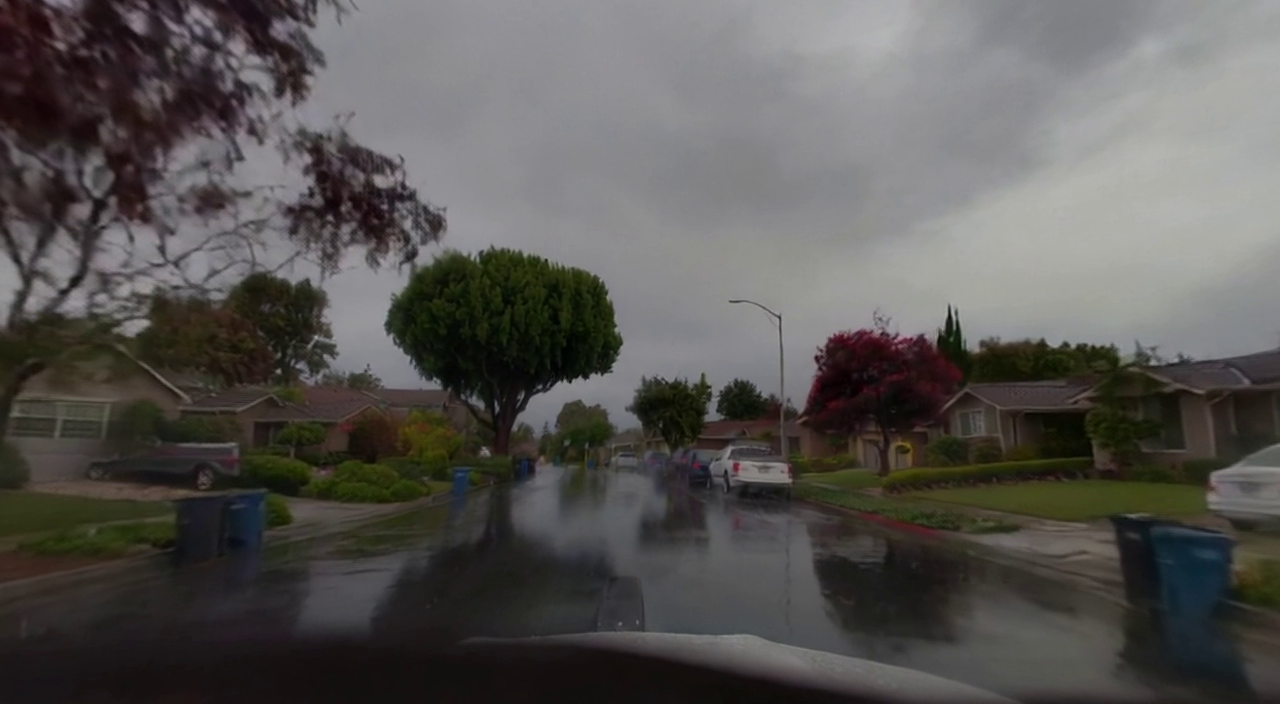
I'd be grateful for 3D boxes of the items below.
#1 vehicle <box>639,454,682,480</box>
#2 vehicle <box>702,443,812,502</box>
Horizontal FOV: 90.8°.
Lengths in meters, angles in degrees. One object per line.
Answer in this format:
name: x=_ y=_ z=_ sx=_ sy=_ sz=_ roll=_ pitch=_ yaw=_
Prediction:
vehicle: x=1.489 y=8.808 z=48.728 sx=2.111 sy=1.771 sz=4.942 roll=2 pitch=-9 yaw=-13
vehicle: x=4.277 y=4.574 z=24.431 sx=2.715 sy=1.900 sz=6.163 roll=3 pitch=-9 yaw=-4
